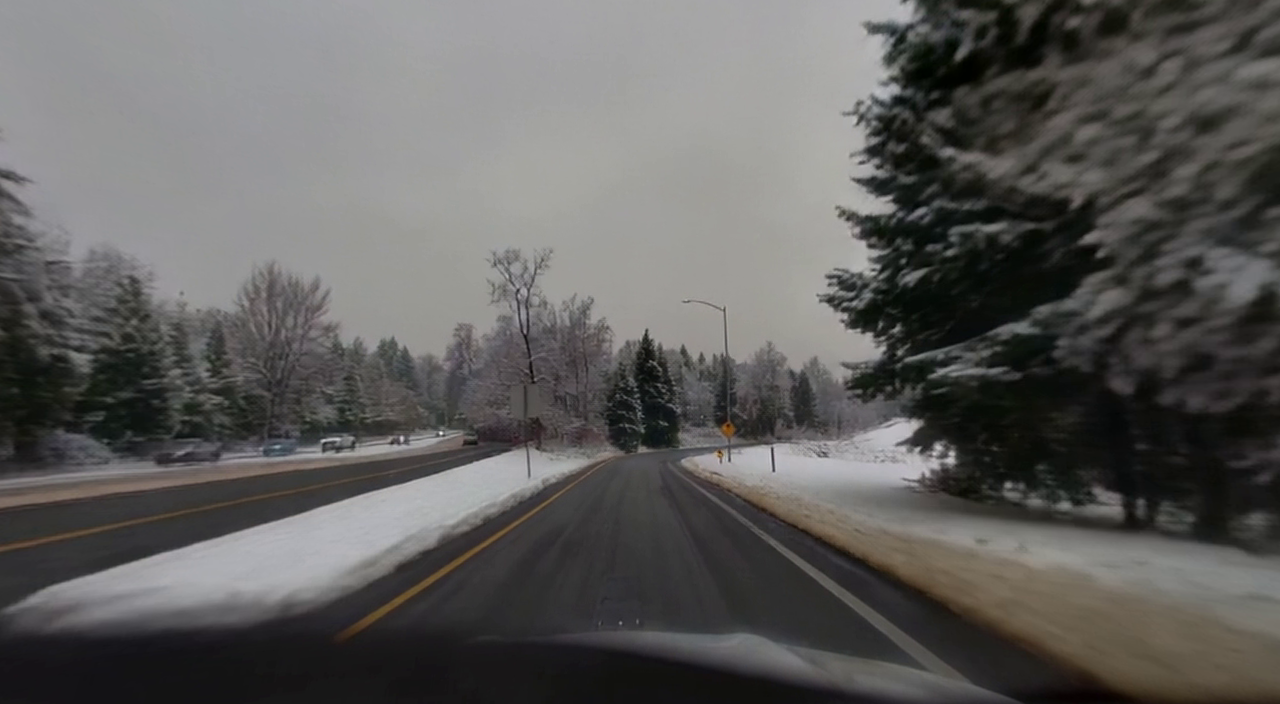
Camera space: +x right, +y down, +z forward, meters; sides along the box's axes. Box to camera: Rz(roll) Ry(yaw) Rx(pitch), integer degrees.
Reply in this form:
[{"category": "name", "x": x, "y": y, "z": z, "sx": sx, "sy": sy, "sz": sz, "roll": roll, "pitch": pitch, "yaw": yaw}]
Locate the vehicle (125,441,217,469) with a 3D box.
[{"category": "vehicle", "x": -27.429, "y": 6.029, "z": 37.166, "sx": 2.298, "sy": 1.558, "sz": 4.403, "roll": 1, "pitch": -9, "yaw": -5}]
